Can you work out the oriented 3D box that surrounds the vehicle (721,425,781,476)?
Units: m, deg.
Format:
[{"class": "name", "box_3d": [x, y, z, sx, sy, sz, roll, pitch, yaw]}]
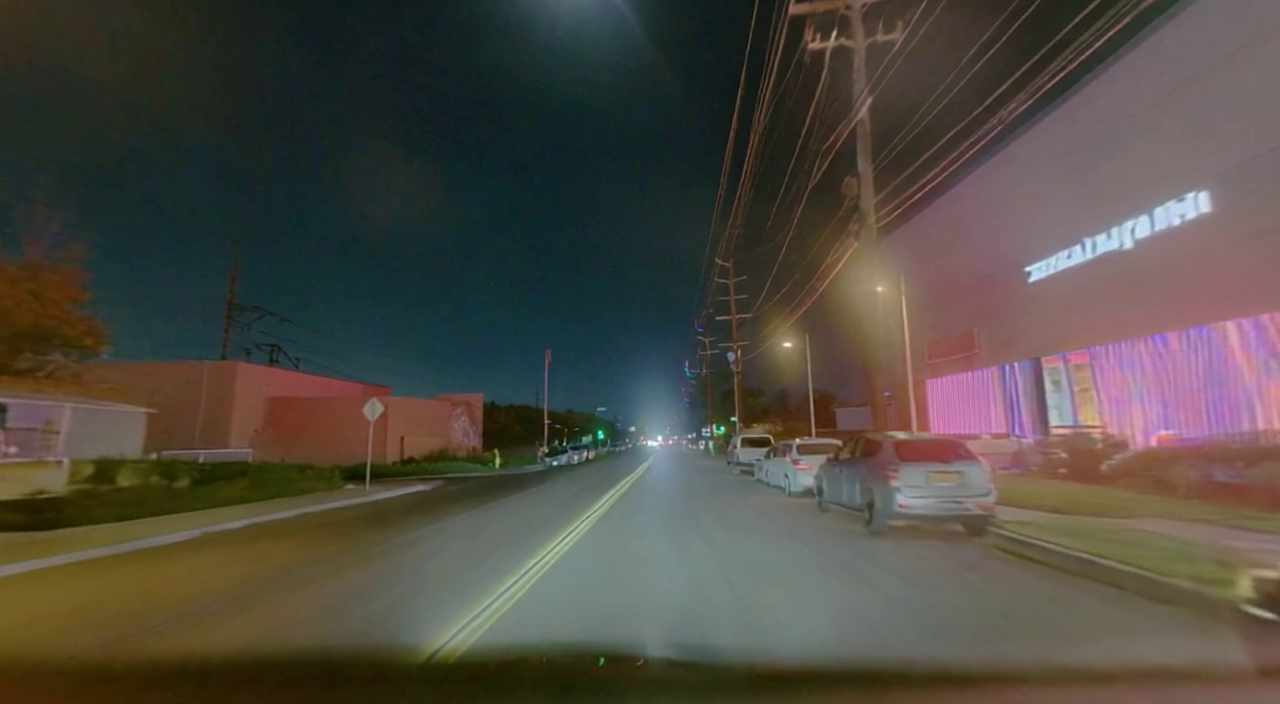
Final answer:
[{"class": "vehicle", "box_3d": [4.973, 4.497, 29.060, 2.026, 2.106, 4.753, 0, -8, 1]}]

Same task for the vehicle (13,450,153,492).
[{"class": "vehicle", "box_3d": [-21.779, 4.634, 24.789, 3.828, 1.496, 1.820, 0, -9, 4]}]

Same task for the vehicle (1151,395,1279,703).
[{"class": "vehicle", "box_3d": [3.398, 0.692, 0.767, 2.261, 1.503, 4.695, -2, -8, 11]}]

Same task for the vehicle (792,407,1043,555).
[{"class": "vehicle", "box_3d": [4.092, 1.981, 10.449, 1.952, 1.849, 4.837, 0, -8, 0]}]
